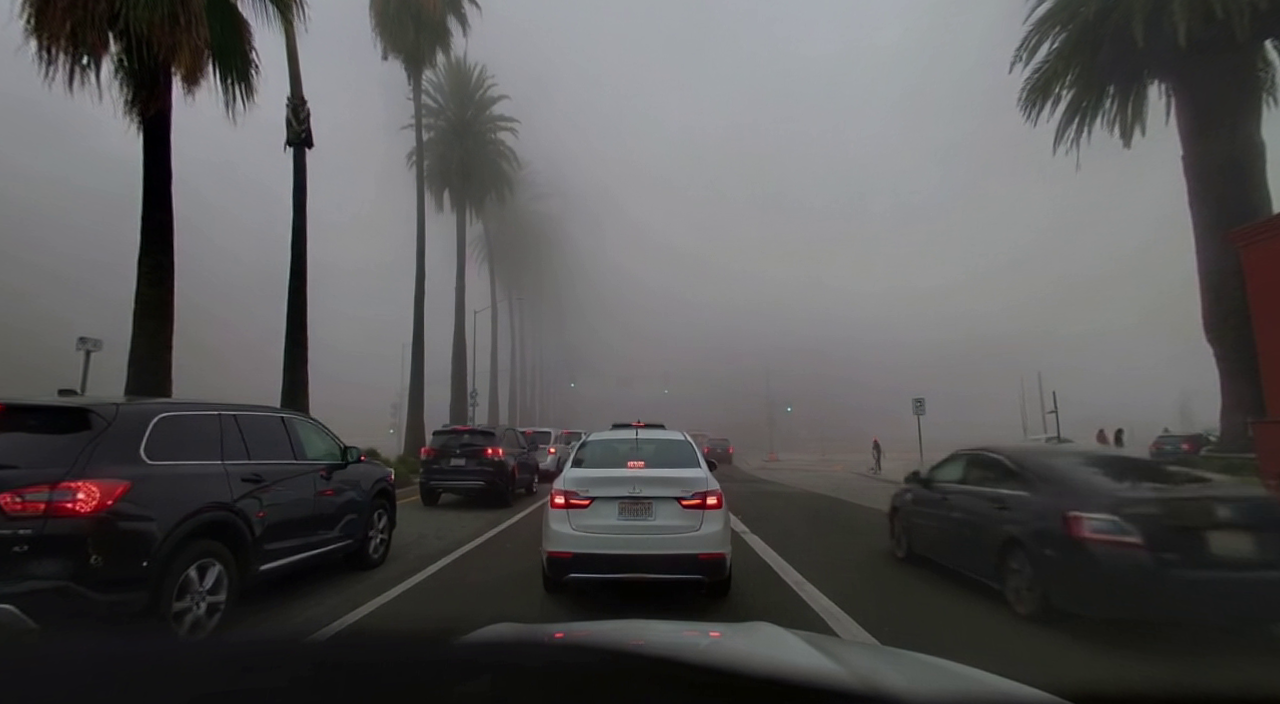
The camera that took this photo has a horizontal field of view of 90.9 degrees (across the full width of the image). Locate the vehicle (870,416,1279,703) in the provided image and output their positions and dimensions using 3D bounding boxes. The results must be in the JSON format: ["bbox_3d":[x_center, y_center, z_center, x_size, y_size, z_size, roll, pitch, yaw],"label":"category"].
[{"bbox_3d":[3.835,1.417,5.468,1.982,1.480,4.572,1,-8,0],"label":"vehicle"}]

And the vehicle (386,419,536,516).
[{"bbox_3d":[-3.475,2.318,13.088,1.840,1.684,4.041,0,-8,1],"label":"vehicle"}]

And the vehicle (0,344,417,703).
[{"bbox_3d":[-3.538,1.145,5.075,1.914,1.741,4.398,0,-8,-1],"label":"vehicle"}]

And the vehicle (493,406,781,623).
[{"bbox_3d":[-0.049,1.516,6.857,2.114,1.585,4.285,0,-8,-1],"label":"vehicle"}]
